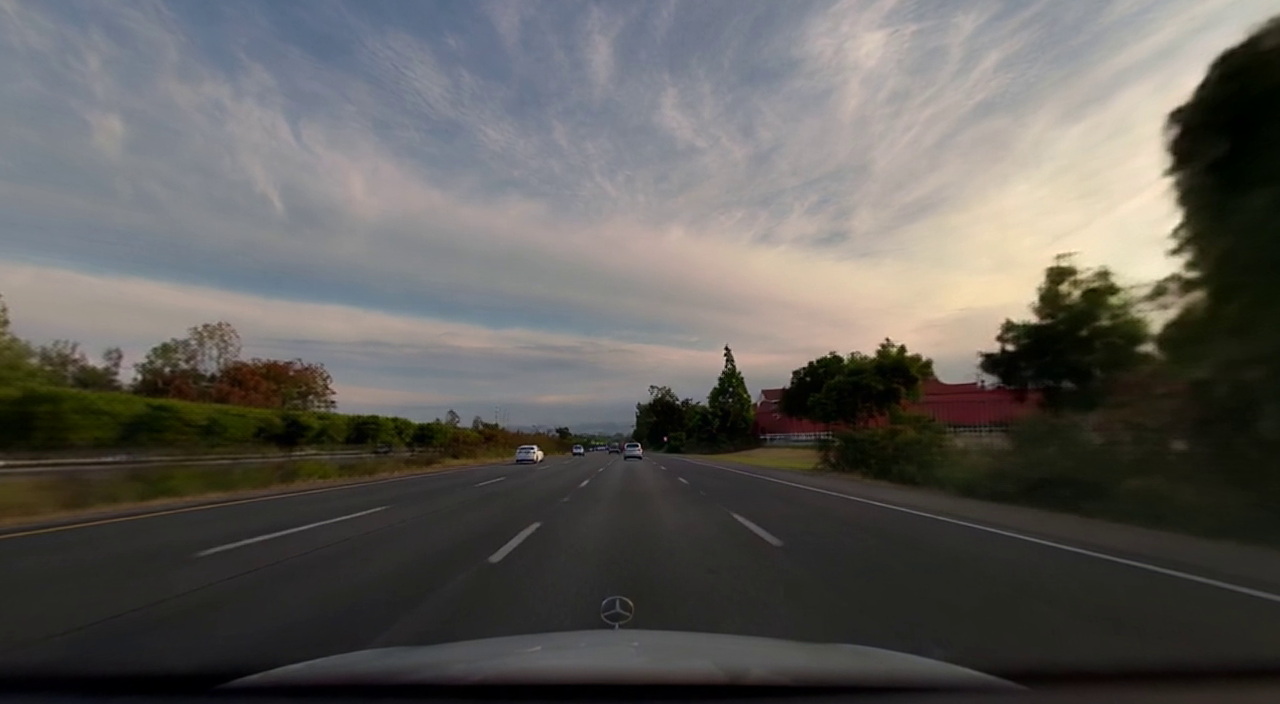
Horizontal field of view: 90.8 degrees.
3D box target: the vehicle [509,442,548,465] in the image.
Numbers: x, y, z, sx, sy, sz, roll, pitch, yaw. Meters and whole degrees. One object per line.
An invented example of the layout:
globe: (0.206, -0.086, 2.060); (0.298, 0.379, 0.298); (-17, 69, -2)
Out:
vehicle: (-7.922, 7.237, 45.106); (1.991, 1.572, 4.314); (0, -9, 0)
